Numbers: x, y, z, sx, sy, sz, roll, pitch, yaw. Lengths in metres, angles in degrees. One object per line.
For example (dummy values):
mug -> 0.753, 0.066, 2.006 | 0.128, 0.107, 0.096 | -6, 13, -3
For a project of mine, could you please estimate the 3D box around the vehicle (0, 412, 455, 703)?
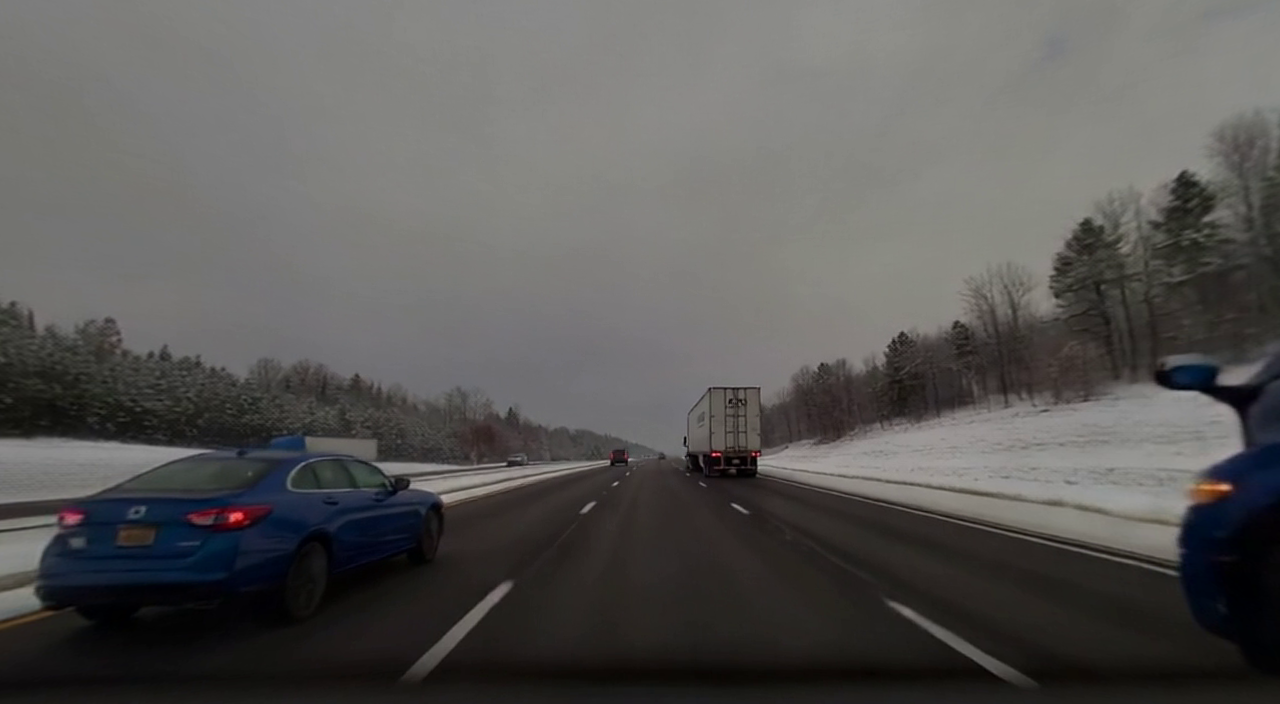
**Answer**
vehicle -> -3.293, 1.427, 5.554 | 1.945, 1.537, 4.294 | 0, -9, 1

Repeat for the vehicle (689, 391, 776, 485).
vehicle -> 4.504, 4.767, 34.246 | 2.832, 4.034, 13.924 | 0, -9, 1

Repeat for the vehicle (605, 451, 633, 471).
vehicle -> -1.591, 8.551, 49.798 | 1.935, 1.470, 4.063 | 0, -9, 2
